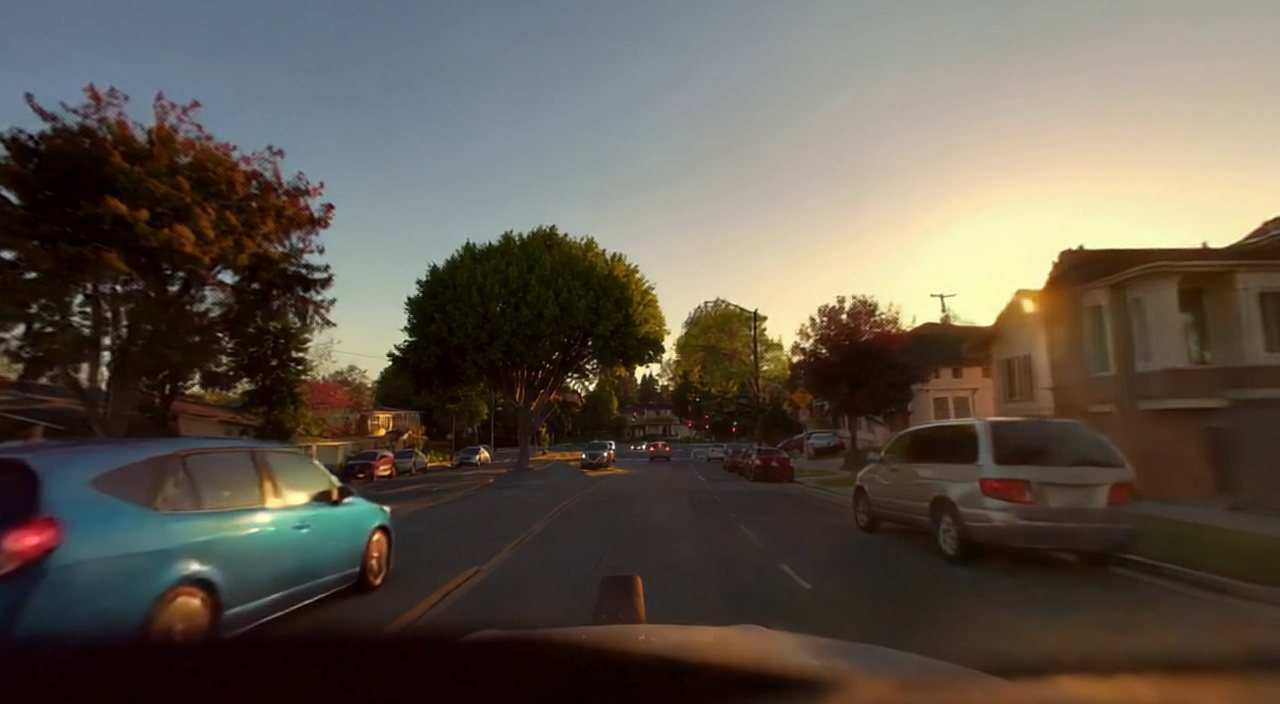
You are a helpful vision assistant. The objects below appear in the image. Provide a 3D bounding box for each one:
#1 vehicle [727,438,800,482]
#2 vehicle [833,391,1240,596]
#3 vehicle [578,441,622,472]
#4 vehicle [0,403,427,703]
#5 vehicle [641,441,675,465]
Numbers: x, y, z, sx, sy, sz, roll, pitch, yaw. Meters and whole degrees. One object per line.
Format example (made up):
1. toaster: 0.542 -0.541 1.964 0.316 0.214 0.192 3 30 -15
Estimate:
1. vehicle: 4.549 4.052 23.910 1.964 1.485 4.454 0 -8 1
2. vehicle: 4.176 1.573 7.851 2.069 1.780 4.480 0 -8 -1
3. vehicle: -2.042 5.530 33.729 1.986 1.508 4.261 -1 -8 1
4. vehicle: -3.328 1.255 4.337 2.069 1.510 4.325 -1 -8 2
5. vehicle: 1.166 6.685 41.827 2.081 1.475 4.361 0 -8 1
